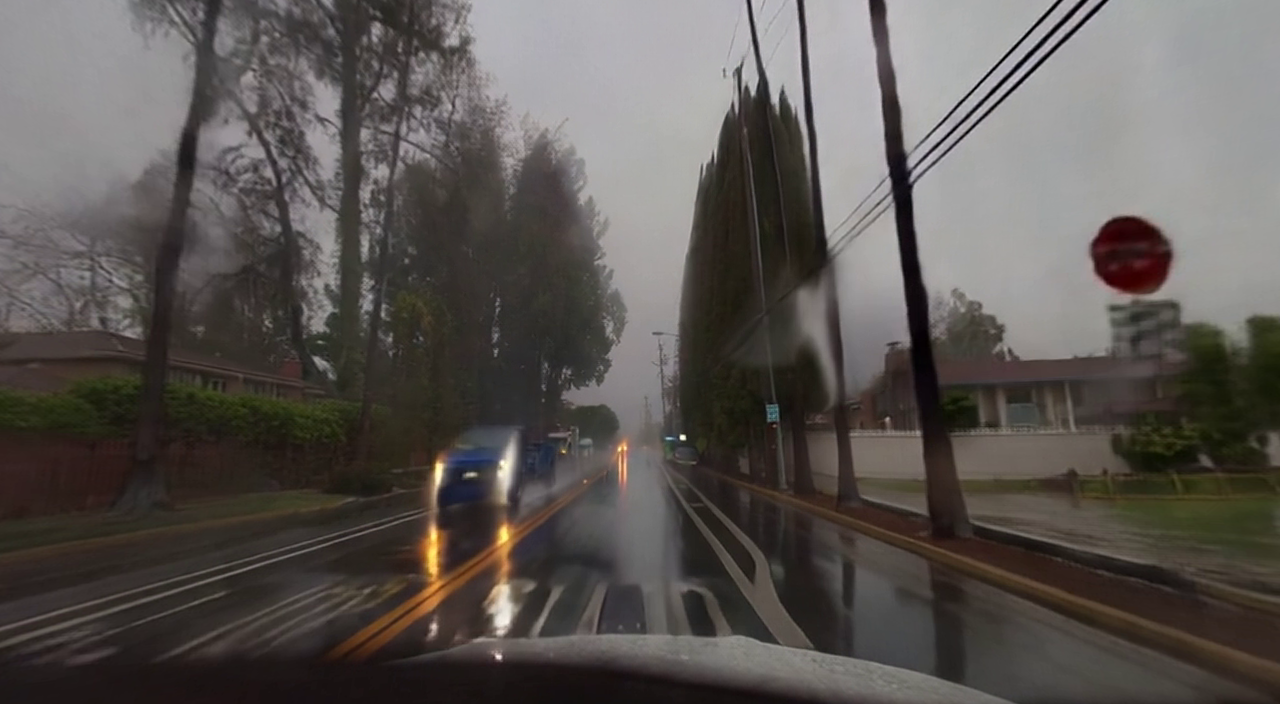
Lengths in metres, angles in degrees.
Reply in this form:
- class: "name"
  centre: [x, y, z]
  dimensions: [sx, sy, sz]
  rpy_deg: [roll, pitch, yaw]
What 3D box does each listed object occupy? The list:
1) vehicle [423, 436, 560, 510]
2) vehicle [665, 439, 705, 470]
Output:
- class: "vehicle"
  centre: [-3.750, 3.183, 17.264]
  dimensions: [2.336, 1.669, 5.581]
  rpy_deg: [0, -9, 1]
- class: "vehicle"
  centre: [2.885, 6.740, 41.692]
  dimensions: [2.168, 1.851, 4.861]
  rpy_deg: [0, -9, -1]
